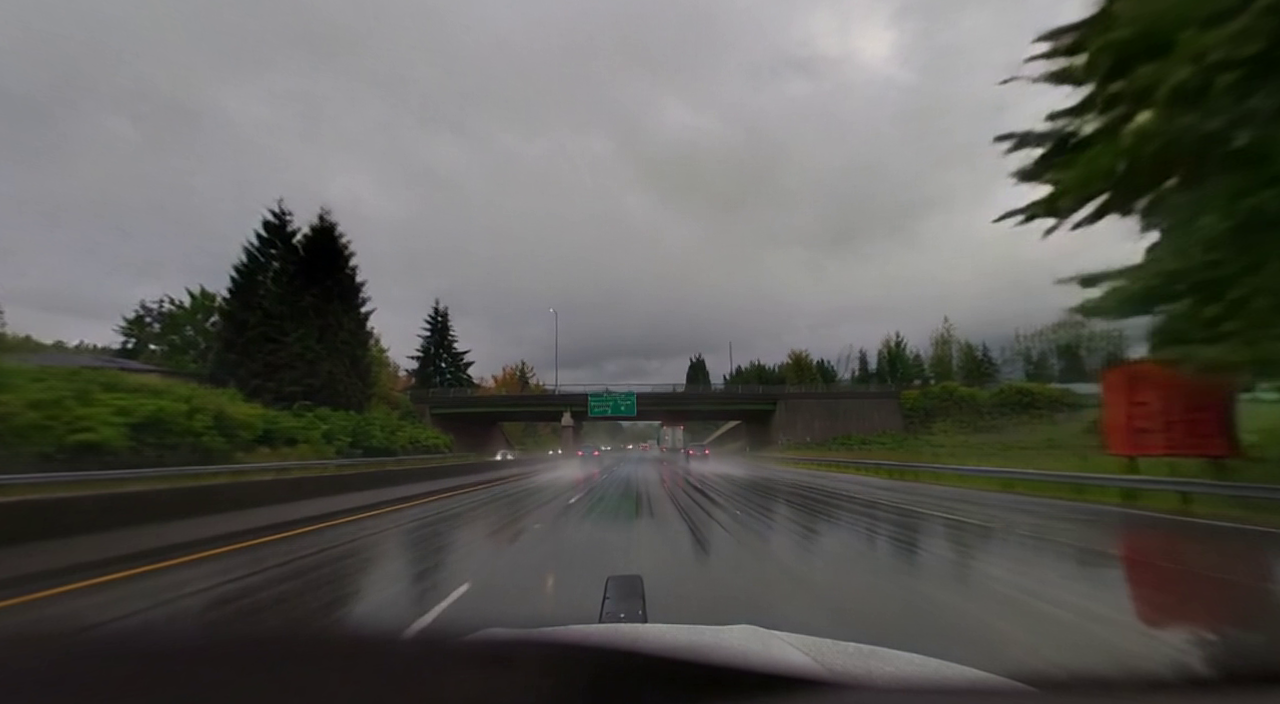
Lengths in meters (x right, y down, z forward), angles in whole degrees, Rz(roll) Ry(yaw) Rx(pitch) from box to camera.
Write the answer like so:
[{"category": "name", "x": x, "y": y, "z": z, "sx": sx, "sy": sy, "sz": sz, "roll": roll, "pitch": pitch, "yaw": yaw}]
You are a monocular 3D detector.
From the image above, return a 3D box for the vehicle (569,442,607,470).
[{"category": "vehicle", "x": -3.502, "y": 7.139, "z": 43.496, "sx": 2.238, "sy": 1.792, "sz": 4.518, "roll": 0, "pitch": -9, "yaw": 0}]
